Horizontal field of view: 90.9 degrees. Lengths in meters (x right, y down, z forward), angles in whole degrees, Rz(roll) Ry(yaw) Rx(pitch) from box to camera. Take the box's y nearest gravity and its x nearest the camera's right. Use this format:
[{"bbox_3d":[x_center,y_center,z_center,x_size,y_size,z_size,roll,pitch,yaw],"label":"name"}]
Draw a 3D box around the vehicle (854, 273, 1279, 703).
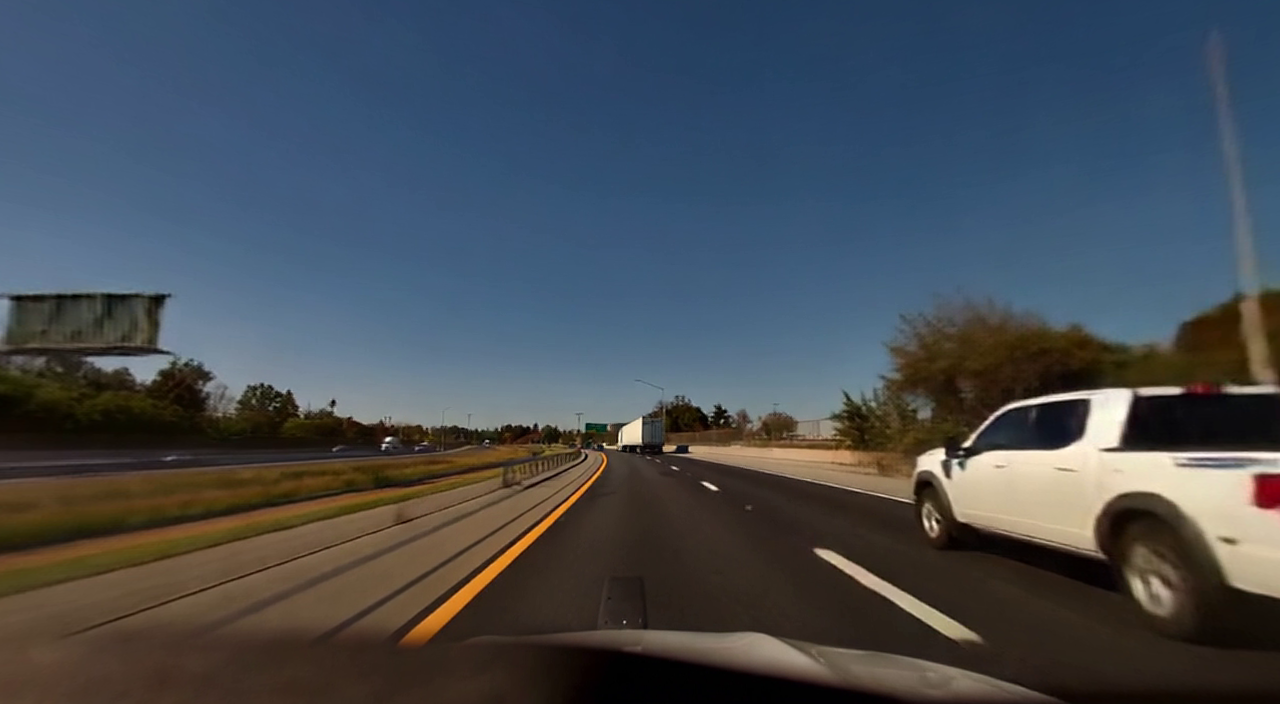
[{"bbox_3d":[4.010,1.008,5.357,2.383,1.959,5.669,0,-8,0],"label":"vehicle"}]
